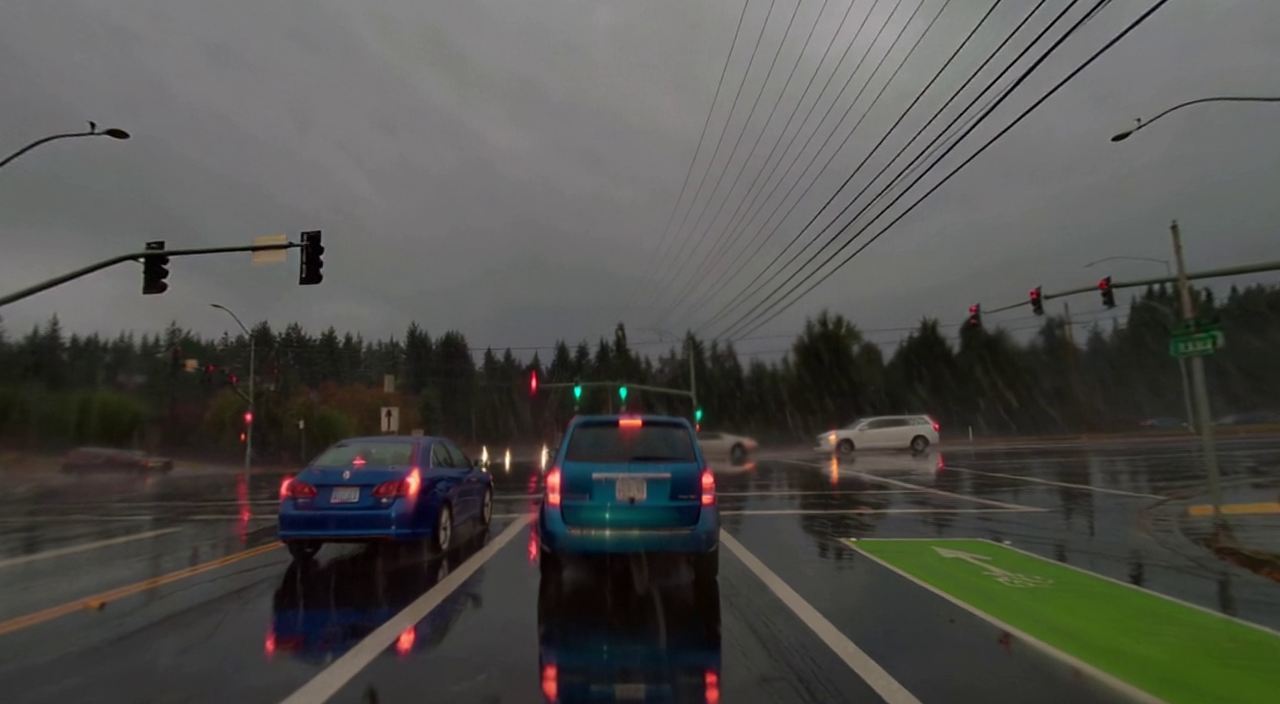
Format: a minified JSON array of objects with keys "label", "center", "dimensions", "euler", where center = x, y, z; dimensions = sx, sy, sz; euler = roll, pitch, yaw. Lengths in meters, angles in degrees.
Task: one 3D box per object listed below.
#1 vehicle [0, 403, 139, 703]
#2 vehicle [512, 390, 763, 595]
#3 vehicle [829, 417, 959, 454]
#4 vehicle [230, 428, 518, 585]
[{"label":"vehicle","center":[-3.352,0.663,0.446],"dimensions":[1.928,1.488,4.936],"euler":[0,-8,0]},{"label":"vehicle","center":[-0.053,1.522,7.617],"dimensions":[2.182,1.773,4.041],"euler":[0,-8,-1]},{"label":"vehicle","center":[13.856,4.608,34.821],"dimensions":[6.143,1.944,2.229],"euler":[-1,-8,5]},{"label":"vehicle","center":[-2.929,1.767,8.003],"dimensions":[1.969,1.486,3.702],"euler":[0,-8,1]}]
